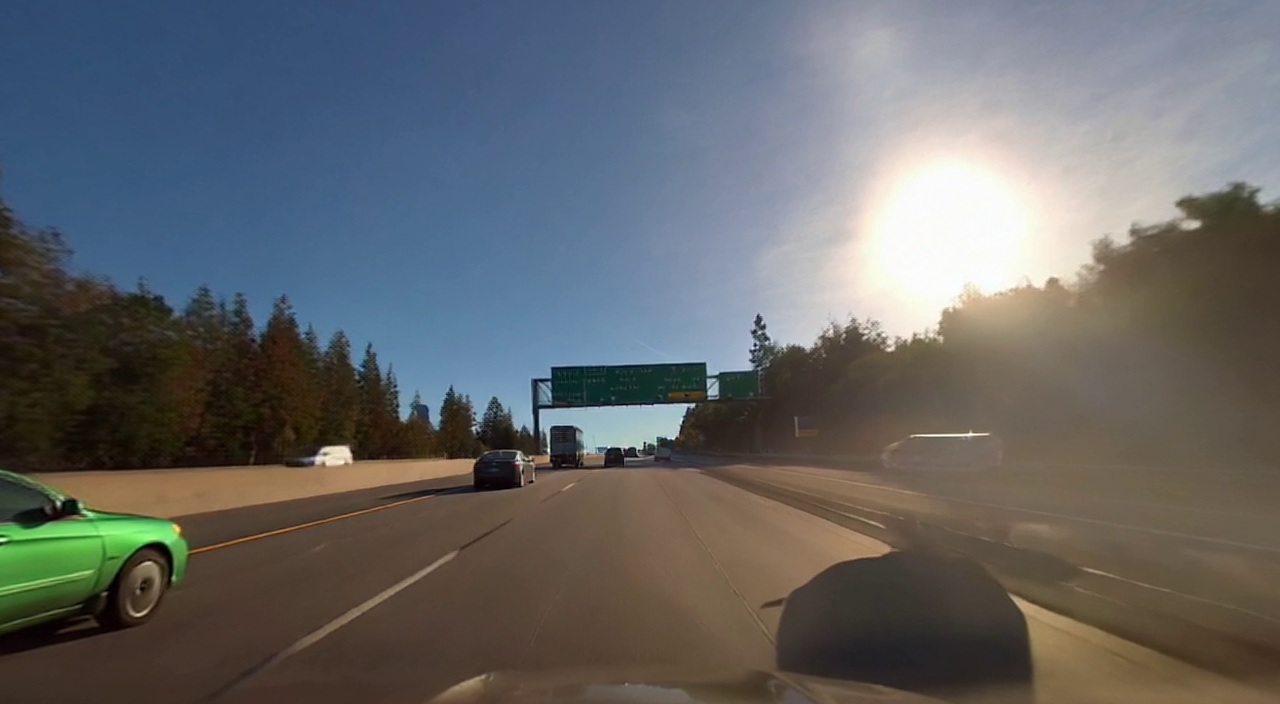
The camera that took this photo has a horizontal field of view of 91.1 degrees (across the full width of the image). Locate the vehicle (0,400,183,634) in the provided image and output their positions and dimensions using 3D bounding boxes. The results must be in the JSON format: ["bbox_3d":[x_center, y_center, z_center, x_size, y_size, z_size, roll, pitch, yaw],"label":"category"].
[{"bbox_3d":[-5.523,1.115,4.088,2.058,1.626,4.118,0,-9,-2],"label":"vehicle"}]

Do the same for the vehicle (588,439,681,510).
[{"bbox_3d":[-0.153,2.823,14.913,1.940,1.451,3.512,0,-9,-1],"label":"vehicle"}]

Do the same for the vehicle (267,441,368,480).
[{"bbox_3d":[-14.291,4.822,28.208,2.121,1.609,4.678,0,-9,-1],"label":"vehicle"}]

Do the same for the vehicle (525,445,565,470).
[{"bbox_3d":[-5.790,6.454,38.623,1.814,1.417,3.860,0,-9,0],"label":"vehicle"}]

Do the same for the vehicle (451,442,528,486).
[{"bbox_3d":[-5.517,4.157,23.641,1.892,1.481,4.180,0,-9,0],"label":"vehicle"}]
